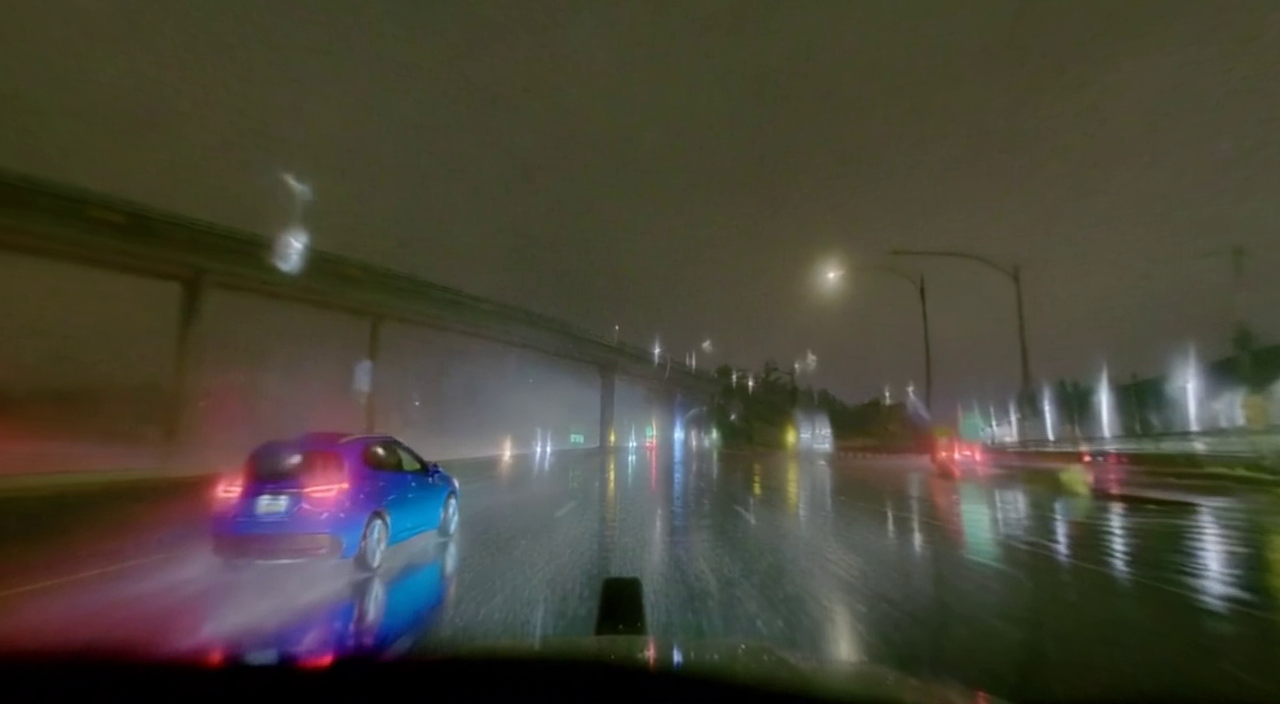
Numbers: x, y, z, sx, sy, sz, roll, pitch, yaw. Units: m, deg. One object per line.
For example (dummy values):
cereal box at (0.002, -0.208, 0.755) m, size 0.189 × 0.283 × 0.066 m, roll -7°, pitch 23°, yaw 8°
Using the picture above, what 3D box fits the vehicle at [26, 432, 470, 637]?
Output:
vehicle at (-3.474, 1.662, 6.783) m, size 2.044 × 1.478 × 4.114 m, roll 0°, pitch -9°, yaw 1°

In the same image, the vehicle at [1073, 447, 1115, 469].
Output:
vehicle at (35.258, 8.178, 48.884) m, size 2.090 × 1.623 × 4.125 m, roll -7°, pitch -11°, yaw 41°
